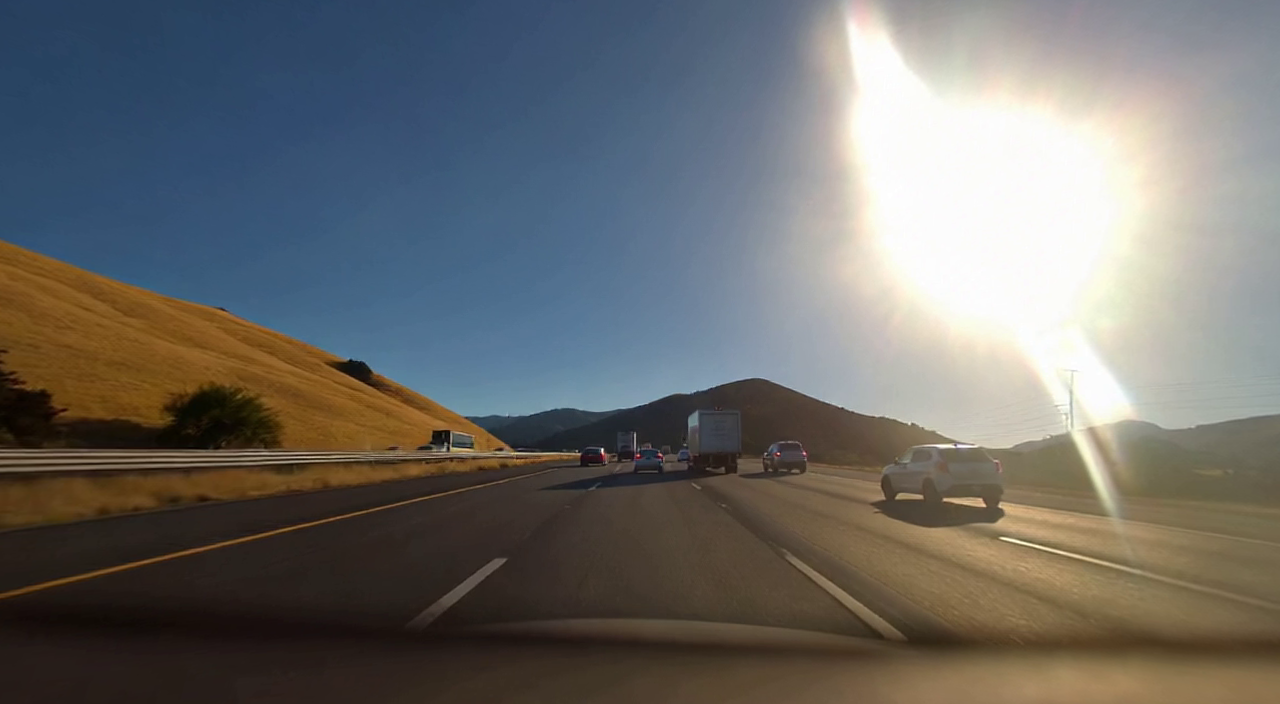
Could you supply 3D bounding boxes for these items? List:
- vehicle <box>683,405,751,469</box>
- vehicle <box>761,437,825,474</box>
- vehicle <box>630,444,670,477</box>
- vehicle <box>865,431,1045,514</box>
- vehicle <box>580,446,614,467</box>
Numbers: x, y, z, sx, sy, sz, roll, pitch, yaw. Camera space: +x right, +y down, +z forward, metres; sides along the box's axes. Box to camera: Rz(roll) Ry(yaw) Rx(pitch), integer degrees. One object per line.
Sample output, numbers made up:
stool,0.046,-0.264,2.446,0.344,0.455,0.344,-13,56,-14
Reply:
vehicle,4.717,5.613,41.071,3.130,3.607,11.129,0,-9,0
vehicle,7.965,5.428,33.259,2.143,1.775,4.729,0,-9,0
vehicle,0.464,5.383,31.476,1.866,1.492,3.932,0,-9,0
vehicle,7.262,2.811,15.172,2.044,1.676,4.421,0,-9,0
vehicle,-3.127,7.702,46.570,2.132,1.506,4.256,0,-9,0
